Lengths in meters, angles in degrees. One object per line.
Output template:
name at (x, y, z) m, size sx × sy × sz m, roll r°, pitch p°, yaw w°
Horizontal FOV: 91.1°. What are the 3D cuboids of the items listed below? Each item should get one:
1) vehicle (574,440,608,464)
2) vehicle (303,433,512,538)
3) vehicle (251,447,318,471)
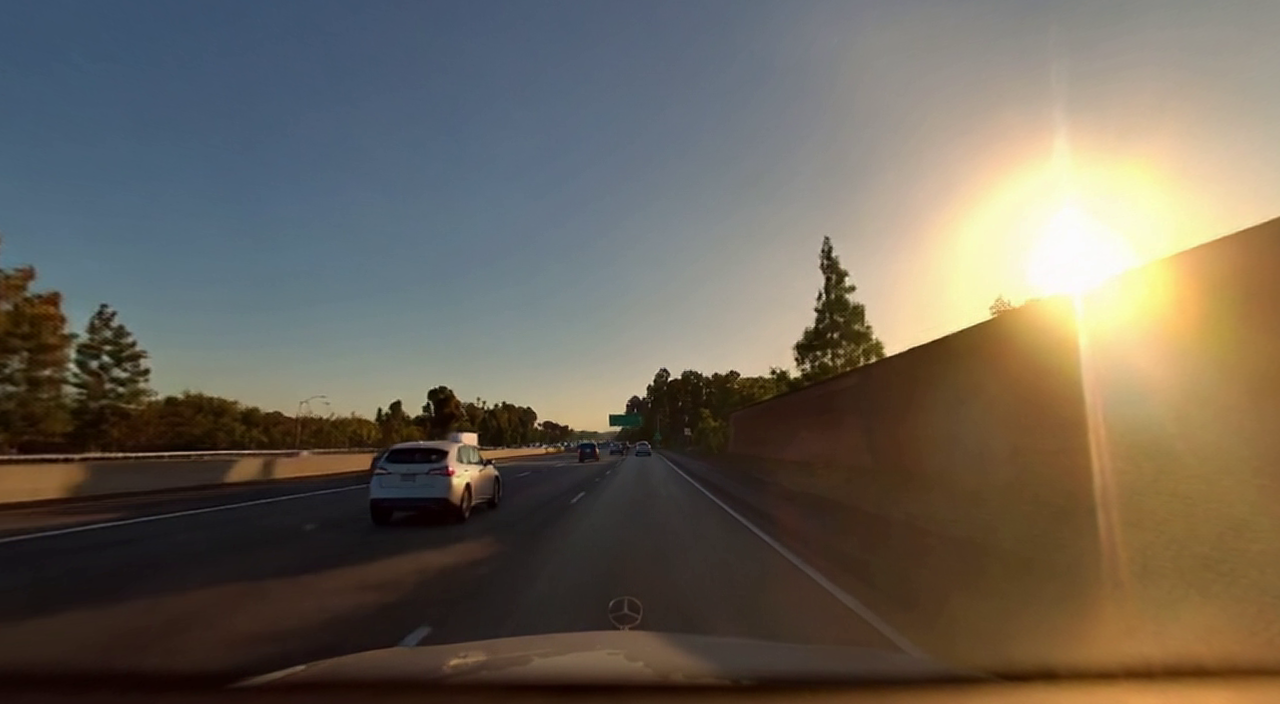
vehicle at (-3.537, 7.254, 45.845) m, size 2.036 × 1.636 × 4.511 m, roll -1°, pitch -8°, yaw 1°
vehicle at (-3.860, 2.294, 11.523) m, size 1.945 × 1.484 × 4.803 m, roll -1°, pitch -8°, yaw 1°
vehicle at (-24.716, 7.436, 43.824) m, size 1.856 × 1.487 × 4.570 m, roll -1°, pitch -8°, yaw 2°
